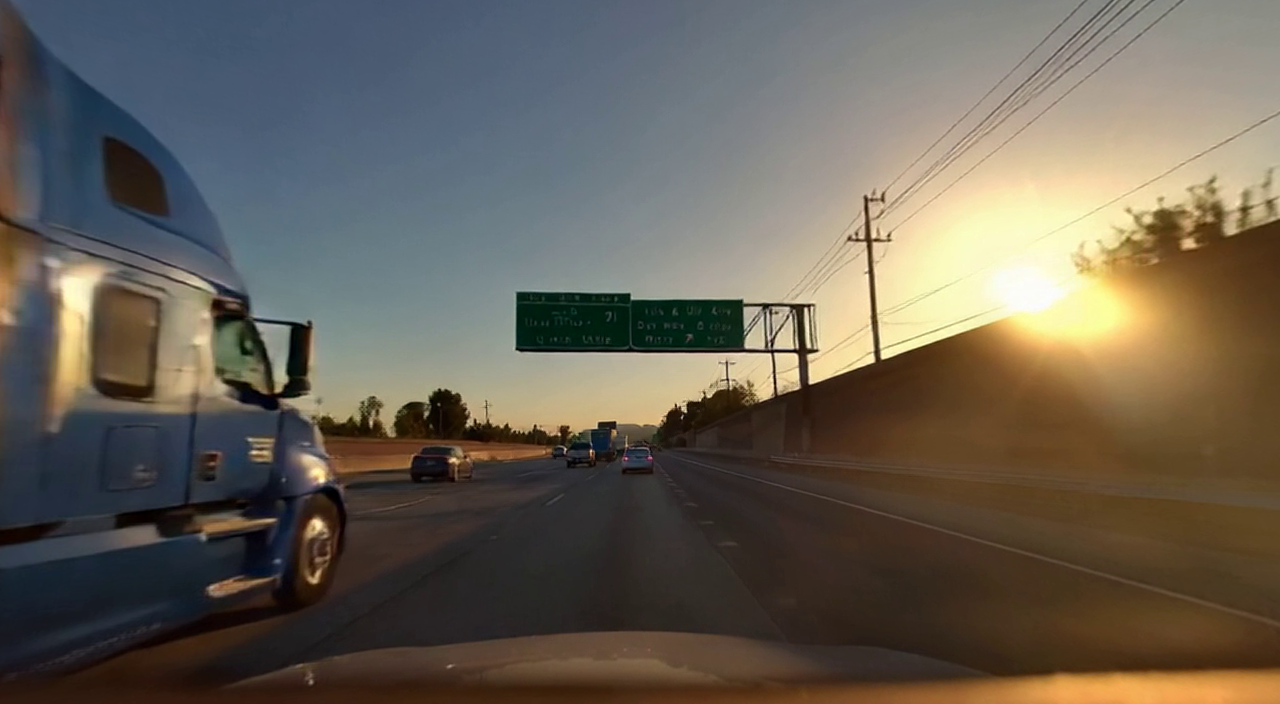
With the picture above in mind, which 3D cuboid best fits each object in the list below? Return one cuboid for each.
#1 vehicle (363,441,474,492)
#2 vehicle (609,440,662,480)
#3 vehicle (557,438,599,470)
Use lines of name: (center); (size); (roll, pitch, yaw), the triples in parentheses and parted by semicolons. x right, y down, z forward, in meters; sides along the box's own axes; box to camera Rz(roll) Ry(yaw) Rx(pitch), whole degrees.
vehicle: (-7.265, 3.795, 21.249); (2.025, 1.510, 4.582); (0, -9, 1)
vehicle: (-0.176, 4.761, 27.988); (2.178, 1.640, 4.071); (0, -9, 1)
vehicle: (-3.761, 6.284, 39.055); (2.109, 1.840, 4.614); (0, -9, 1)
